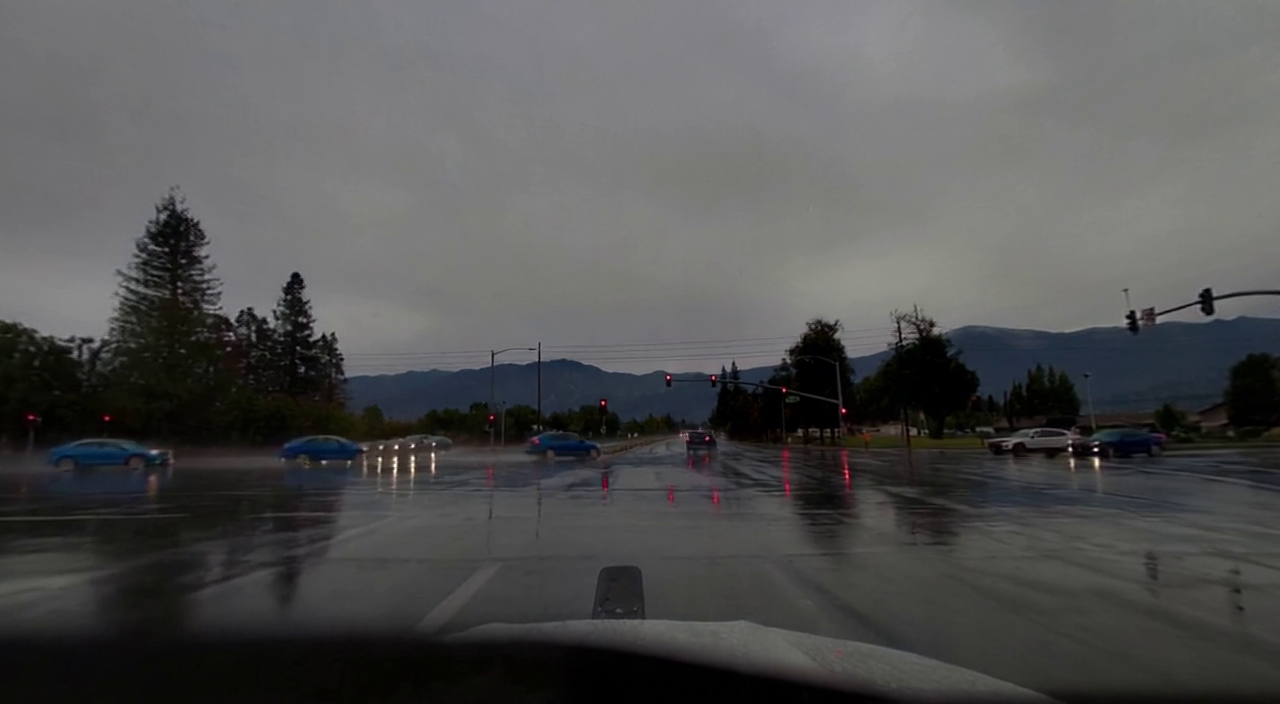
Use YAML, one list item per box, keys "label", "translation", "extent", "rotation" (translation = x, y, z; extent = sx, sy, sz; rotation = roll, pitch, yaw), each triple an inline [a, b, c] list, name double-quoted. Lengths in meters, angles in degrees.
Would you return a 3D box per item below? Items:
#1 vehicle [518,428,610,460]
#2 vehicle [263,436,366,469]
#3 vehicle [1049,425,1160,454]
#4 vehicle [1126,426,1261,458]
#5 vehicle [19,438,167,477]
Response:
- label: "vehicle"
  translation: [-4.605, 5.678, 38.780]
  extent: [5.228, 1.805, 2.246]
  rotation: [7, -11, -38]
- label: "vehicle"
  translation: [-16.361, 5.087, 31.977]
  extent: [4.218, 1.542, 2.044]
  rotation: [2, -9, -15]
- label: "vehicle"
  translation: [28.350, 5.380, 38.696]
  extent: [5.100, 1.680, 2.055]
  rotation: [0, -9, 1]
- label: "vehicle"
  translation: [27.303, 4.454, 31.271]
  extent: [4.778, 1.495, 1.959]
  rotation: [0, -9, 0]
- label: "vehicle"
  translation: [-25.722, 4.972, 29.904]
  extent: [4.812, 1.735, 2.105]
  rotation: [1, -9, -6]
